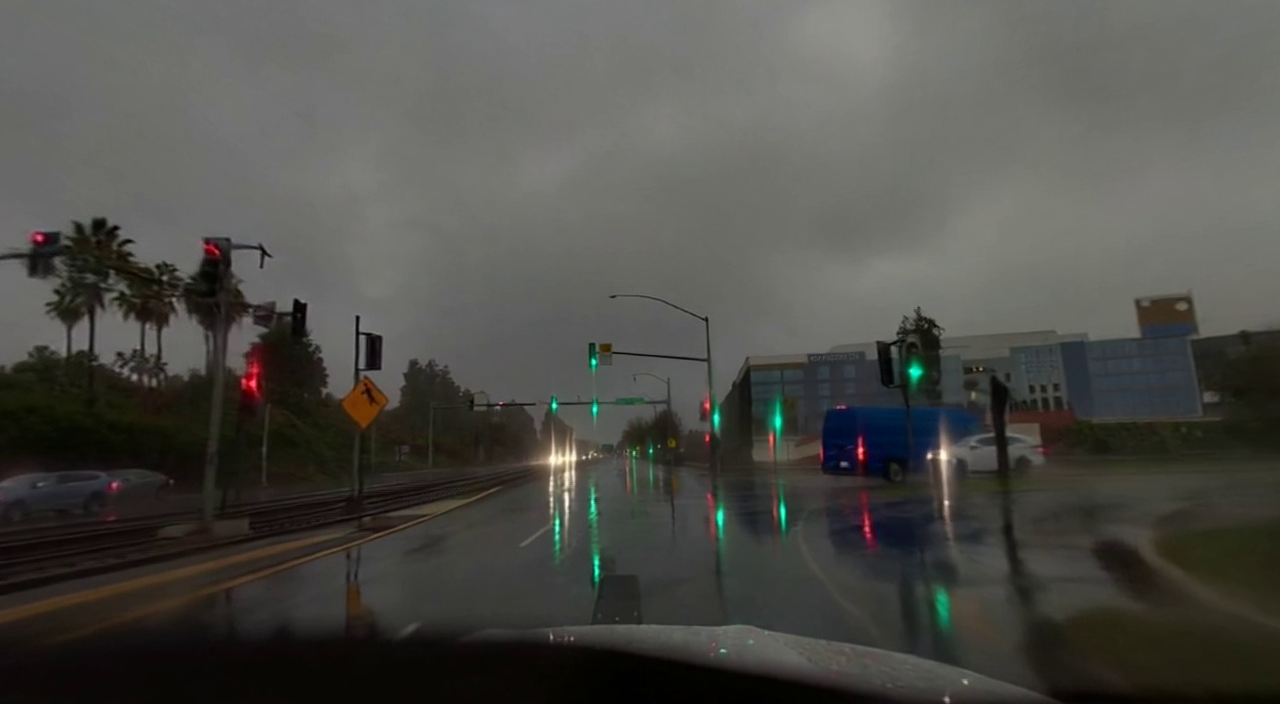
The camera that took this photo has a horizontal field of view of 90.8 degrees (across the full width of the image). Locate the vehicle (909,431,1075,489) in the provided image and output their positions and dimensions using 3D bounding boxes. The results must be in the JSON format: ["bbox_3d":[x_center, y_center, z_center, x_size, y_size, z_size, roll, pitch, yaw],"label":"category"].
[{"bbox_3d":[14.273,4.340,25.639,6.055,2.140,2.266,3,-10,-19],"label":"vehicle"}]

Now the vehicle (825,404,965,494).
[{"bbox_3d":[9.436,3.589,23.429,4.180,3.020,2.606,5,-11,-30],"label":"vehicle"}]

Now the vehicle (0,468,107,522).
[{"bbox_3d":[-19.668,4.558,20.606,4.881,1.477,2.204,-7,-11,35],"label":"vehicle"}]
